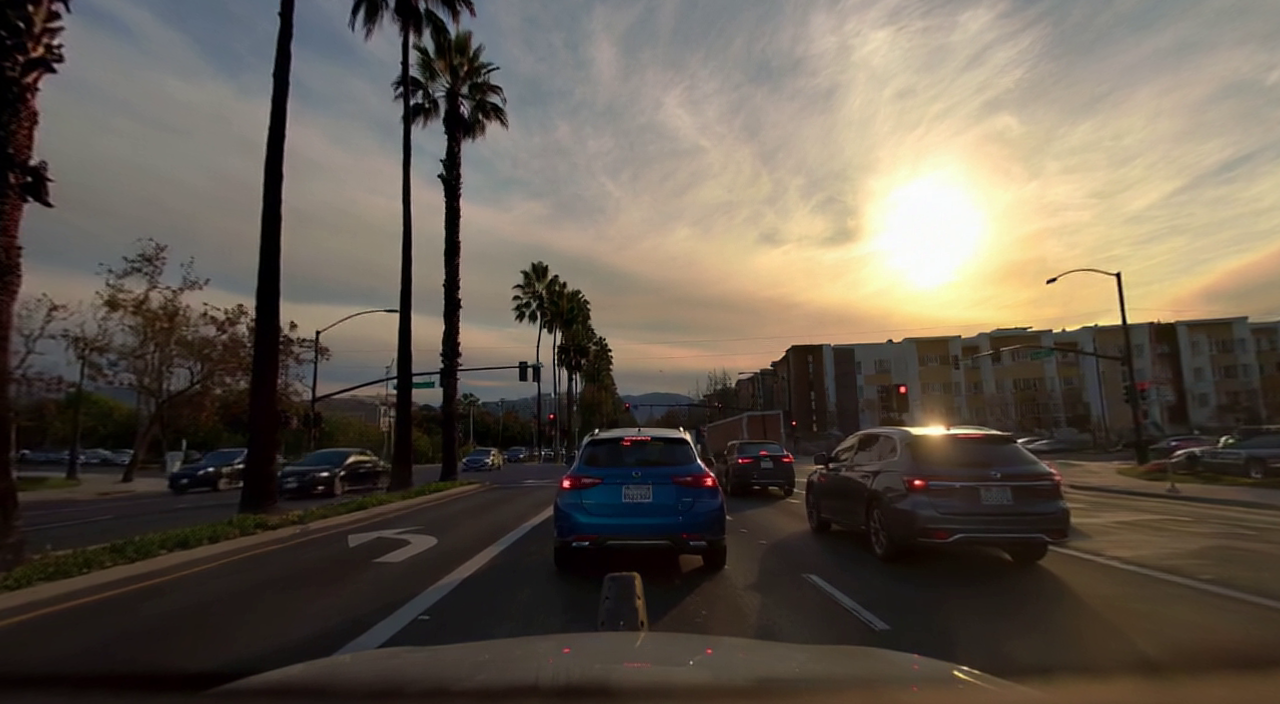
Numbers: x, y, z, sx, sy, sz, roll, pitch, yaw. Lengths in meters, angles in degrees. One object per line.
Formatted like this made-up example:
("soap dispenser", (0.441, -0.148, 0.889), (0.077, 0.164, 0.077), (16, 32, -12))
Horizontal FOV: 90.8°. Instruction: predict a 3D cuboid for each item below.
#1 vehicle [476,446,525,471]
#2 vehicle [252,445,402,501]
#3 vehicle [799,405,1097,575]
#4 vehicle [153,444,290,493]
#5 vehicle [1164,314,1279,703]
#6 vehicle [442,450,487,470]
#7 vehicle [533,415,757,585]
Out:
("vehicle", (-8.595, 6.580, 39.291), (1.975, 1.478, 4.670), (0, -9, 0))
("vehicle", (-9.170, 3.554, 19.034), (2.168, 1.462, 4.505), (0, -9, 0))
("vehicle", (3.685, 1.724, 8.605), (1.947, 1.725, 4.159), (0, -9, 0))
("vehicle", (-16.458, 4.564, 25.230), (2.167, 1.737, 4.824), (0, -9, 0))
("vehicle", (3.390, 0.452, 0.158), (2.171, 1.806, 5.058), (0, -9, 0))
("vehicle", (-12.289, 7.597, 44.516), (1.946, 1.347, 4.021), (0, -9, 1))
("vehicle", (0.038, 1.688, 7.977), (2.083, 1.572, 4.021), (0, -9, 0))
